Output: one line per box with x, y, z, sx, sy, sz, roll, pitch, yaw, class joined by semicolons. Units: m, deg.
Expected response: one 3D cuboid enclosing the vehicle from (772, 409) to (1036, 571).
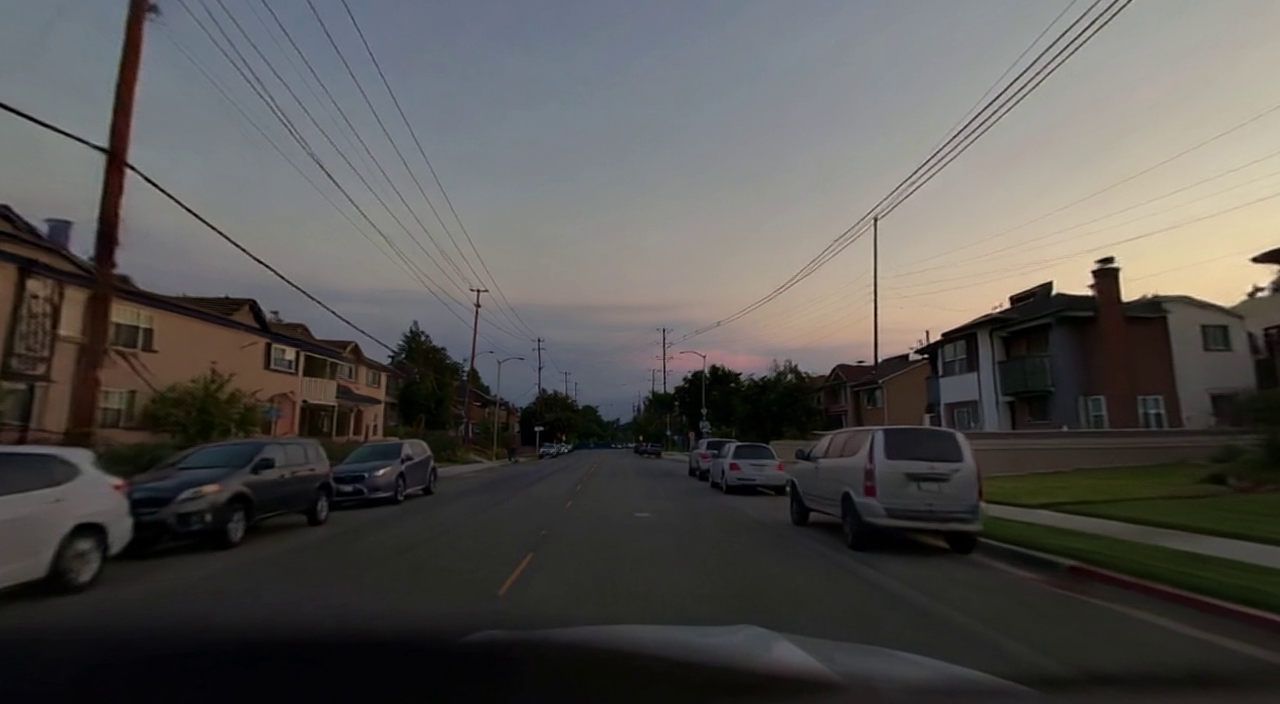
3.337;1.827;9.063;1.936;1.756;4.127;0;-9;-1;vehicle

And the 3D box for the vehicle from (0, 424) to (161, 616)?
-6.204;1.378;4.835;1.863;1.561;4.380;-2;-8;-3;vehicle

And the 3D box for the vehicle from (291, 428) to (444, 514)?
-6.712;2.927;16.232;1.992;1.853;4.561;0;-8;-2;vehicle

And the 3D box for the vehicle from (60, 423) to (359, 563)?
-6.504;2.111;10.354;1.988;1.734;4.400;-1;-8;-4;vehicle

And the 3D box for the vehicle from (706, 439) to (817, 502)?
3.264;3.289;18.021;1.895;1.537;4.844;1;-9;-4;vehicle
